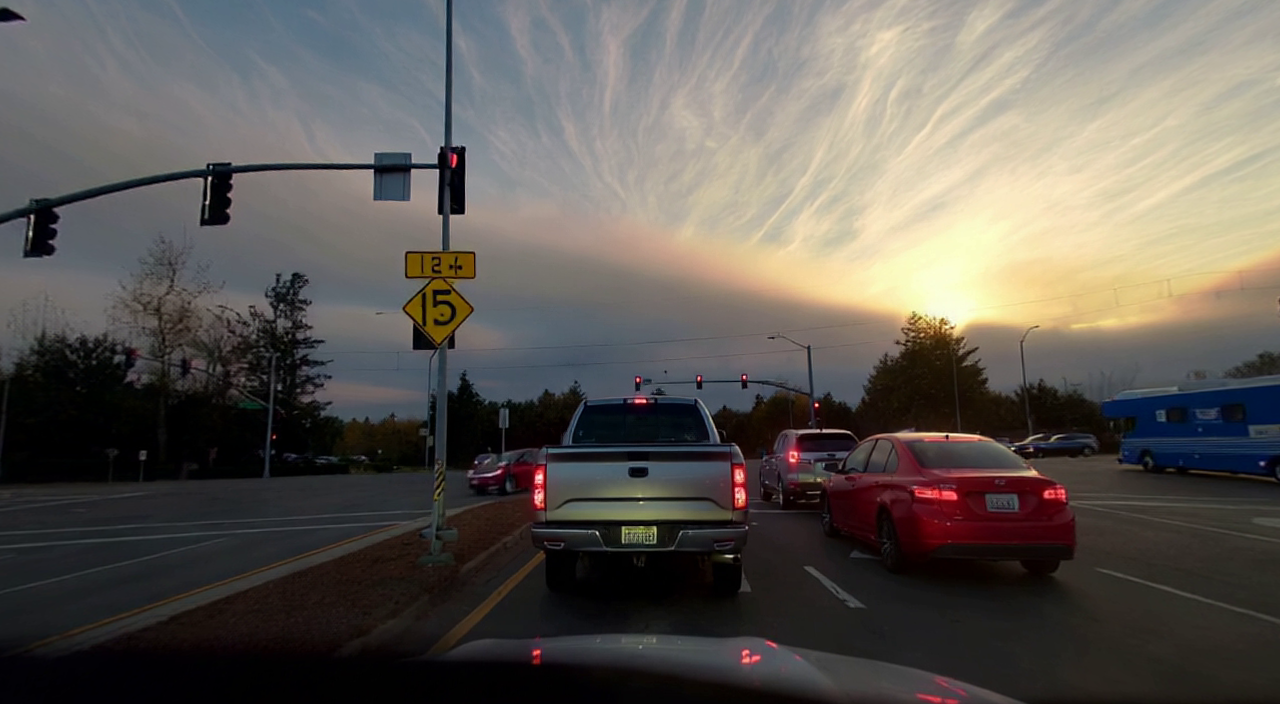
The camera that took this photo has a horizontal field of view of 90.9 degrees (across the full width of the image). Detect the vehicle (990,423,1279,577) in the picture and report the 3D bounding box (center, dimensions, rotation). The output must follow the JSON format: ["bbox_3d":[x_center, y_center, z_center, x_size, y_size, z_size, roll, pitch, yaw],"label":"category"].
[{"bbox_3d":[6.823,1.745,8.270,1.973,1.470,4.228,0,-8,-1],"label":"vehicle"}]

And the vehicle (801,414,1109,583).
[{"bbox_3d":[3.575,1.721,8.196,1.981,1.616,4.006,0,-8,1],"label":"vehicle"}]

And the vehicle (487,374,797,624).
[{"bbox_3d":[0.041,1.469,7.326,2.326,1.880,4.964,0,-8,1],"label":"vehicle"}]
